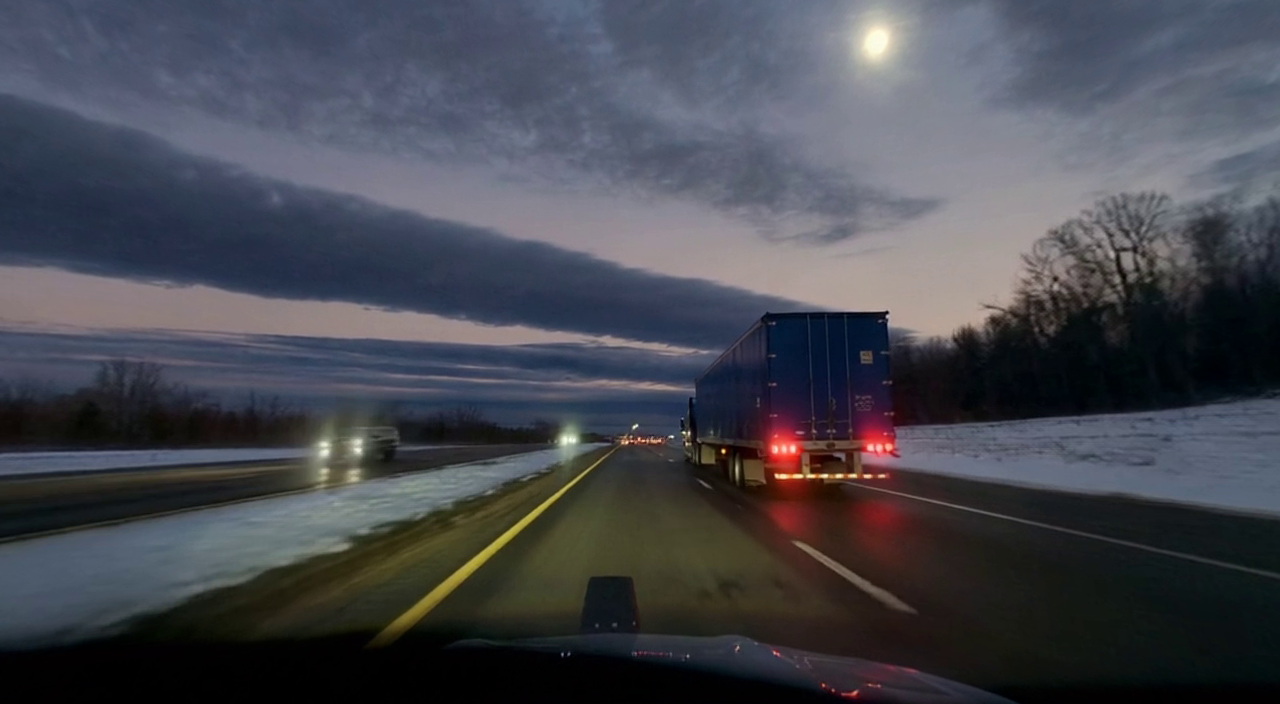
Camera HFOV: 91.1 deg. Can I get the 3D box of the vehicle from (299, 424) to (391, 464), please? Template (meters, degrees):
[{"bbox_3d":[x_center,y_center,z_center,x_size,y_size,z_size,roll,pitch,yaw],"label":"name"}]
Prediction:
[{"bbox_3d":[-12.580,3.948,27.129,1.881,1.571,4.245,0,-8,0],"label":"vehicle"}]

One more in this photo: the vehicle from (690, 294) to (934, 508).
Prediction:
[{"bbox_3d":[4.072,2.086,21.100,3.203,4.273,17.131,0,-8,-1],"label":"vehicle"}]
